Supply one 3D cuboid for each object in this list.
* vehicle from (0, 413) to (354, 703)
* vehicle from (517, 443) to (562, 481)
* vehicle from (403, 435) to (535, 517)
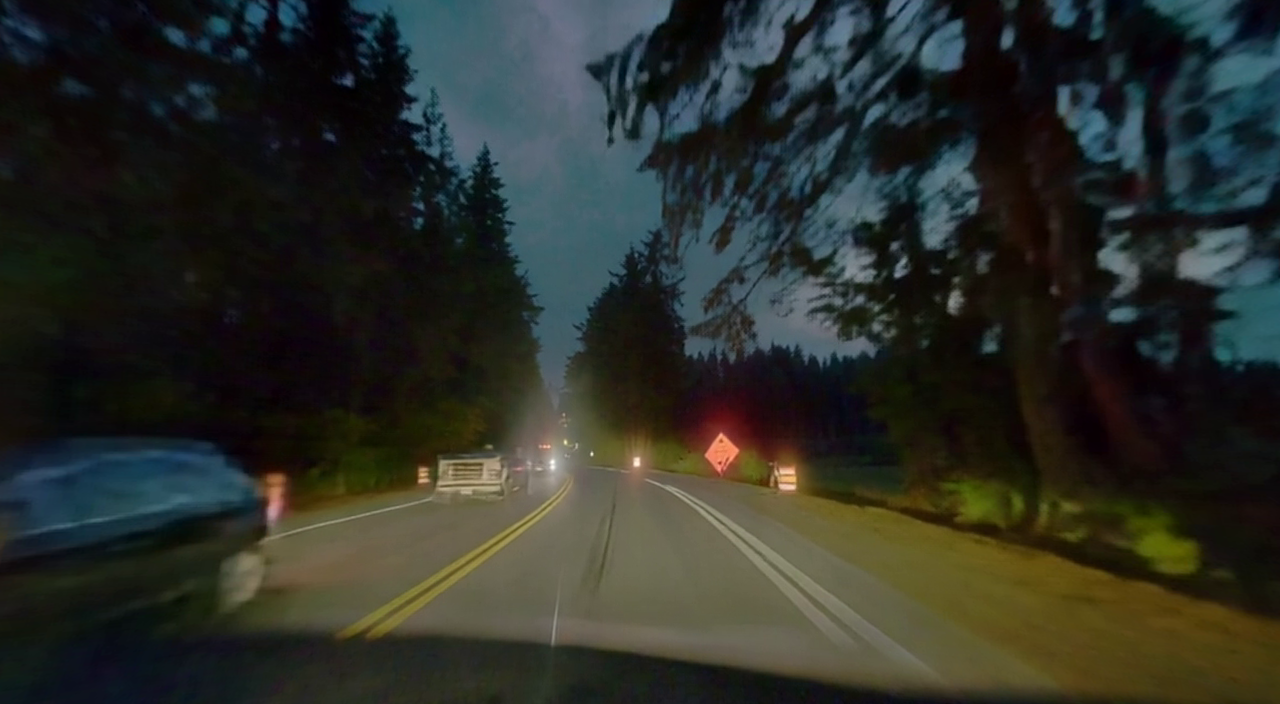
[{"bbox_3d":[-3.079,0.980,2.413,2.032,1.444,4.164,0,-8,0],"label":"vehicle"},{"bbox_3d":[-5.060,5.573,32.392,2.057,1.792,4.457,1,-9,-7],"label":"vehicle"},{"bbox_3d":[-4.036,3.000,15.904,2.177,1.721,4.794,1,-8,-3],"label":"vehicle"}]
